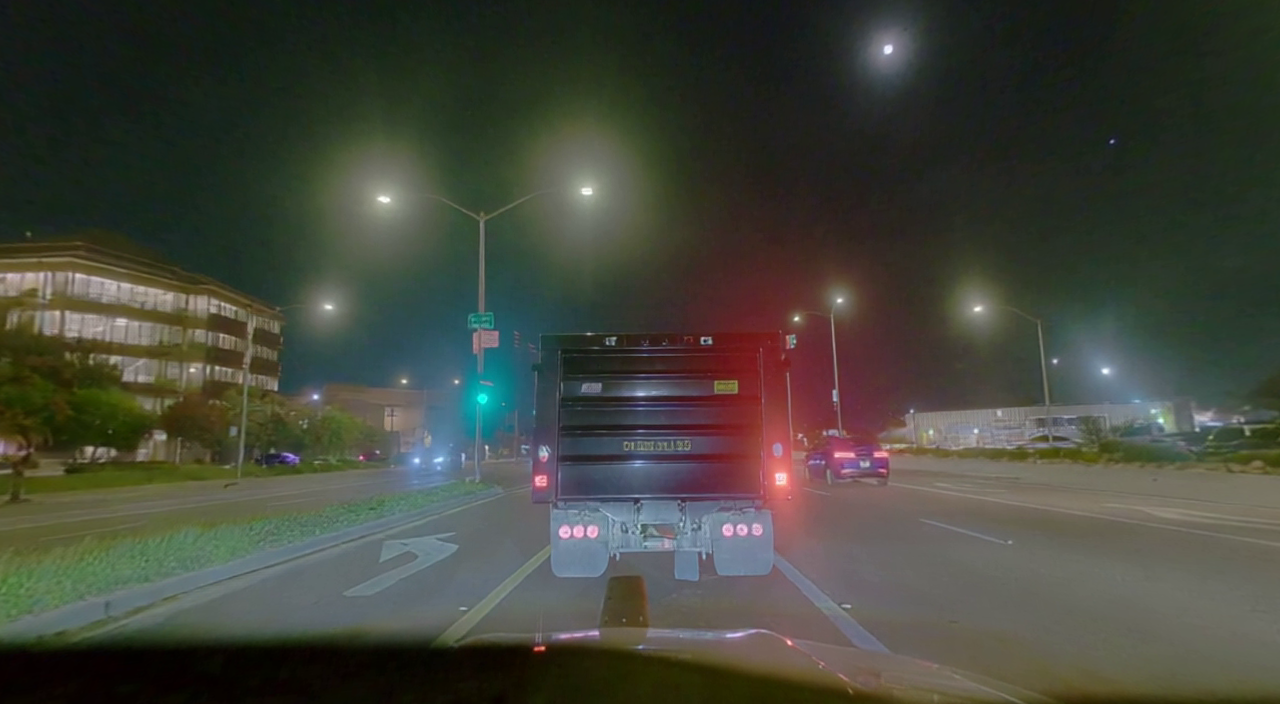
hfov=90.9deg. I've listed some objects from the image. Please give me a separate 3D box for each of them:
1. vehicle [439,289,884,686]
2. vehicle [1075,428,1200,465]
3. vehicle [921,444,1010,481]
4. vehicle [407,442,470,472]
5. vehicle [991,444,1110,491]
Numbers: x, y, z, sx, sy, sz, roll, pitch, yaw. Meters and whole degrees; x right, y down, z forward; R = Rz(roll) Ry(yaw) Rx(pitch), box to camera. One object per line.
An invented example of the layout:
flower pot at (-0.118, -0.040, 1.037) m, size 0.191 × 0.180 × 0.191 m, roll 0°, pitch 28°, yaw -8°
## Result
vehicle at (0.268, 1.304, 7.399) m, size 2.650 × 2.391 × 7.008 m, roll -1°, pitch -8°, yaw 3°
vehicle at (23.116, 4.389, 29.433) m, size 4.171 × 1.614 × 1.894 m, roll -1°, pitch -8°, yaw 1°
vehicle at (14.171, 4.808, 27.758) m, size 1.777 × 1.488 × 4.081 m, roll -1°, pitch -8°, yaw 1°
vehicle at (-13.738, 7.206, 43.529) m, size 2.218 × 1.926 × 5.753 m, roll -1°, pitch -8°, yaw 3°
vehicle at (14.312, 4.015, 22.254) m, size 1.702 × 1.475 × 3.670 m, roll -1°, pitch -8°, yaw 1°
